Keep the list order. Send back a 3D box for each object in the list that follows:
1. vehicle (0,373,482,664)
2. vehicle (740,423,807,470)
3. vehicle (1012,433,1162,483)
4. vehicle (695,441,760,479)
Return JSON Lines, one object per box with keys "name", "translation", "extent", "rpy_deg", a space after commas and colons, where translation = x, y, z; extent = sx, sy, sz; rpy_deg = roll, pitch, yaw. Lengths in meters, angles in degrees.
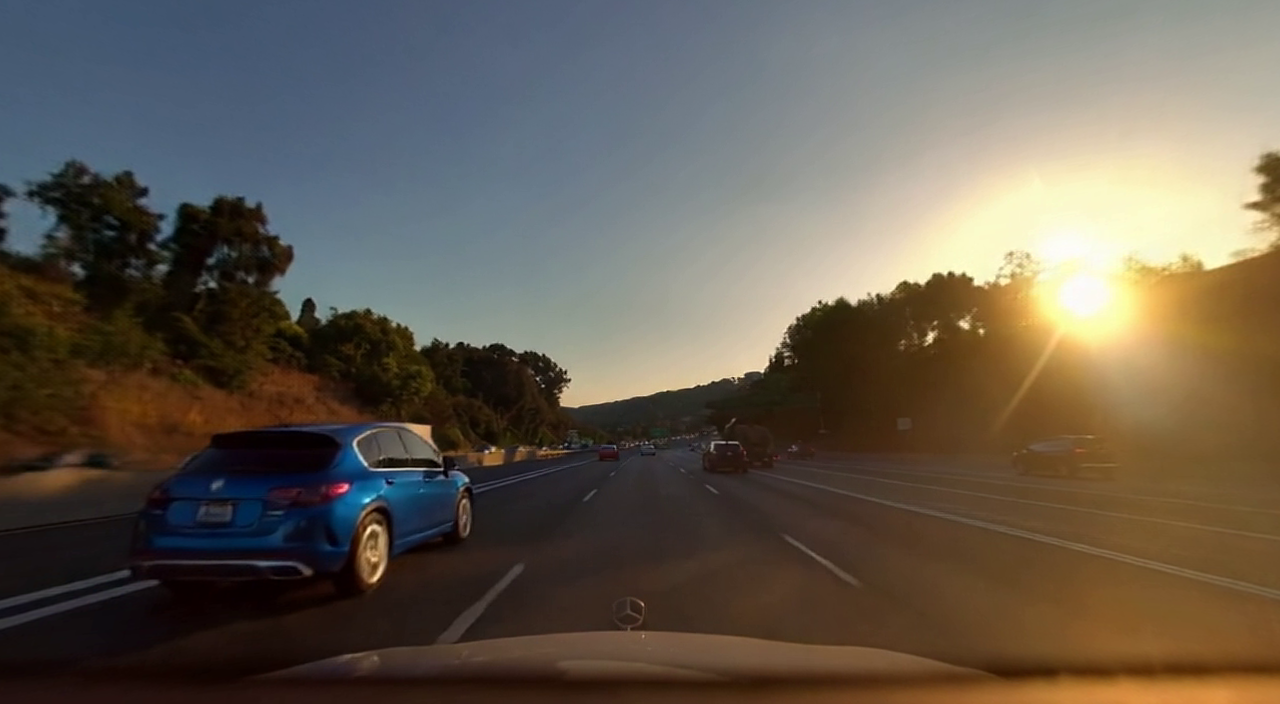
{"name": "vehicle", "translation": [-3.469, 1.403, 6.535], "extent": [2.218, 1.764, 5.229], "rpy_deg": [0, -9, 1]}
{"name": "vehicle", "translation": [7.942, 5.736, 38.126], "extent": [2.729, 2.628, 4.875], "rpy_deg": [0, -9, -2]}
{"name": "vehicle", "translation": [19.487, 4.657, 27.997], "extent": [2.221, 1.995, 5.803], "rpy_deg": [0, -9, -2]}
{"name": "vehicle", "translation": [3.701, 4.658, 27.459], "extent": [2.080, 1.493, 4.674], "rpy_deg": [0, -9, -1]}
